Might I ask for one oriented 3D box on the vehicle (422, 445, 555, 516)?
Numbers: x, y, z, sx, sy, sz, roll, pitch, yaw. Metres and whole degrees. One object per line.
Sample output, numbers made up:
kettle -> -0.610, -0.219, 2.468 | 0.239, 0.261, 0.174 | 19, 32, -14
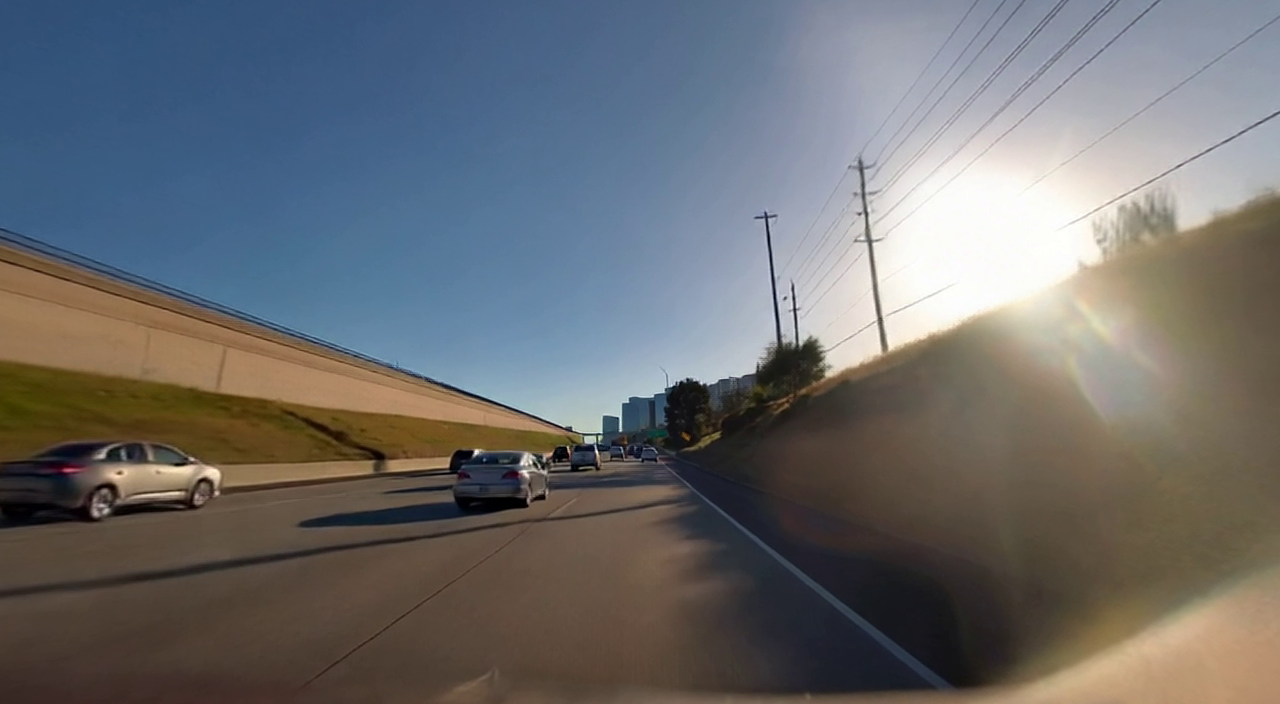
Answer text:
vehicle -> -3.438, 2.993, 15.292 | 2.056, 1.449, 4.330 | 0, -8, 1

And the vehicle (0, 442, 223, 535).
vehicle -> -11.156, 2.588, 12.773 | 1.978, 1.498, 4.940 | 0, -8, 1

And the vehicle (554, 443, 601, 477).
vehicle -> -3.372, 5.944, 35.071 | 2.052, 1.731, 4.372 | 0, -8, 2

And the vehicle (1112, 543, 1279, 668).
vehicle -> 12.231, 5.079, 13.121 | 1.853, 1.586, 3.727 | 0, -8, -1
